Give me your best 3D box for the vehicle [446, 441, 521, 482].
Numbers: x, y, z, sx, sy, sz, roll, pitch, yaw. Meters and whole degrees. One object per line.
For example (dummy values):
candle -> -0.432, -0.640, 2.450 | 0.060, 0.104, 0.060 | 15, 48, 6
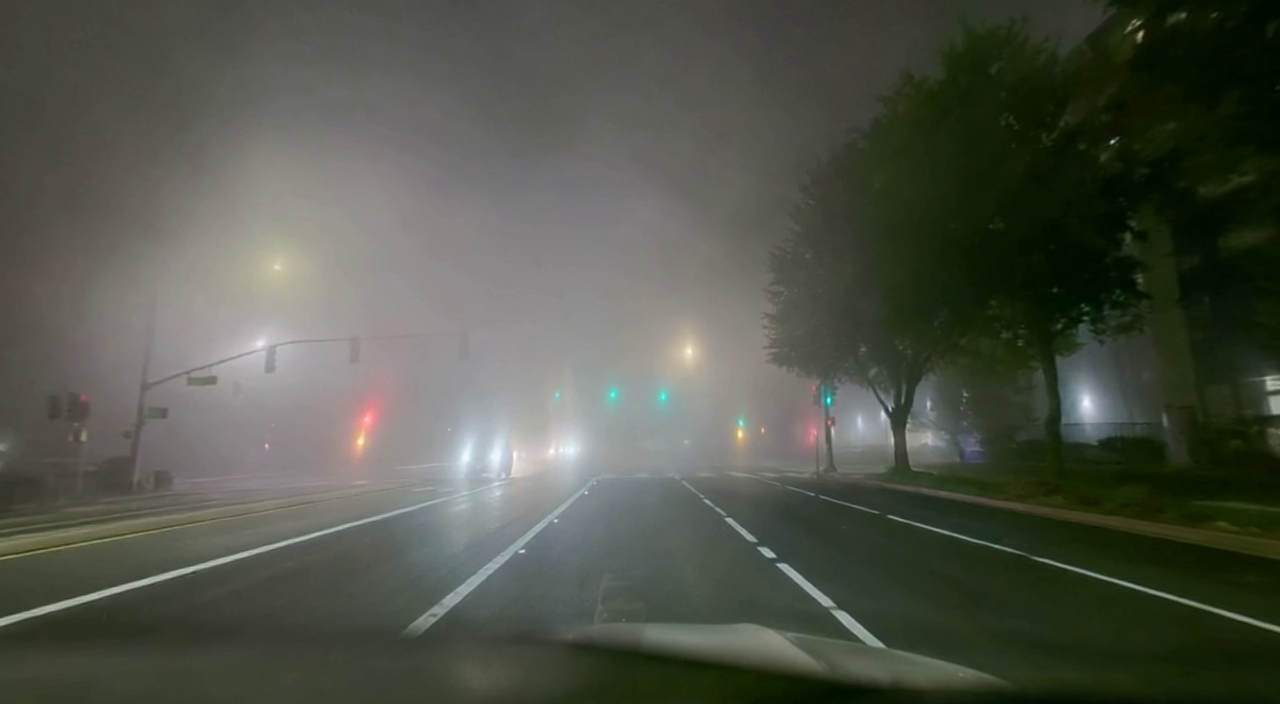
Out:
vehicle -> -6.446, 4.553, 26.447 | 1.876, 1.570, 4.980 | 0, -9, 0
